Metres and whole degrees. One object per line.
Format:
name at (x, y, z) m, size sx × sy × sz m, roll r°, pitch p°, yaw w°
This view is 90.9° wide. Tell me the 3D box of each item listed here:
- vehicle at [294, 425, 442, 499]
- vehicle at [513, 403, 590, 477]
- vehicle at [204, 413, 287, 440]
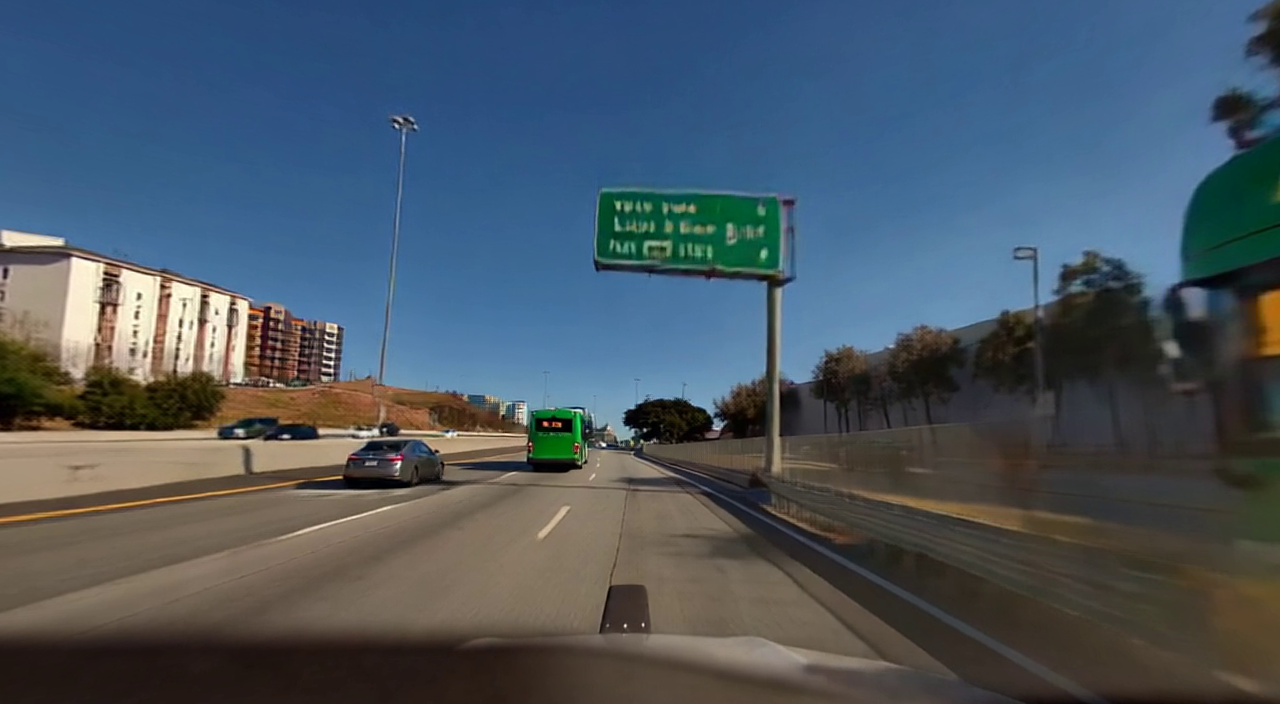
vehicle at (-6.993, 2.892, 16.840) m, size 1.993 × 1.690 × 4.450 m, roll 0°, pitch -9°, yaw 0°
vehicle at (-3.880, 4.248, 29.628) m, size 2.888 × 2.944 × 8.373 m, roll 1°, pitch -10°, yaw -3°
vehicle at (-29.784, 5.714, 47.890) m, size 2.209 × 1.845 × 5.765 m, roll -1°, pitch -9°, yaw 5°
